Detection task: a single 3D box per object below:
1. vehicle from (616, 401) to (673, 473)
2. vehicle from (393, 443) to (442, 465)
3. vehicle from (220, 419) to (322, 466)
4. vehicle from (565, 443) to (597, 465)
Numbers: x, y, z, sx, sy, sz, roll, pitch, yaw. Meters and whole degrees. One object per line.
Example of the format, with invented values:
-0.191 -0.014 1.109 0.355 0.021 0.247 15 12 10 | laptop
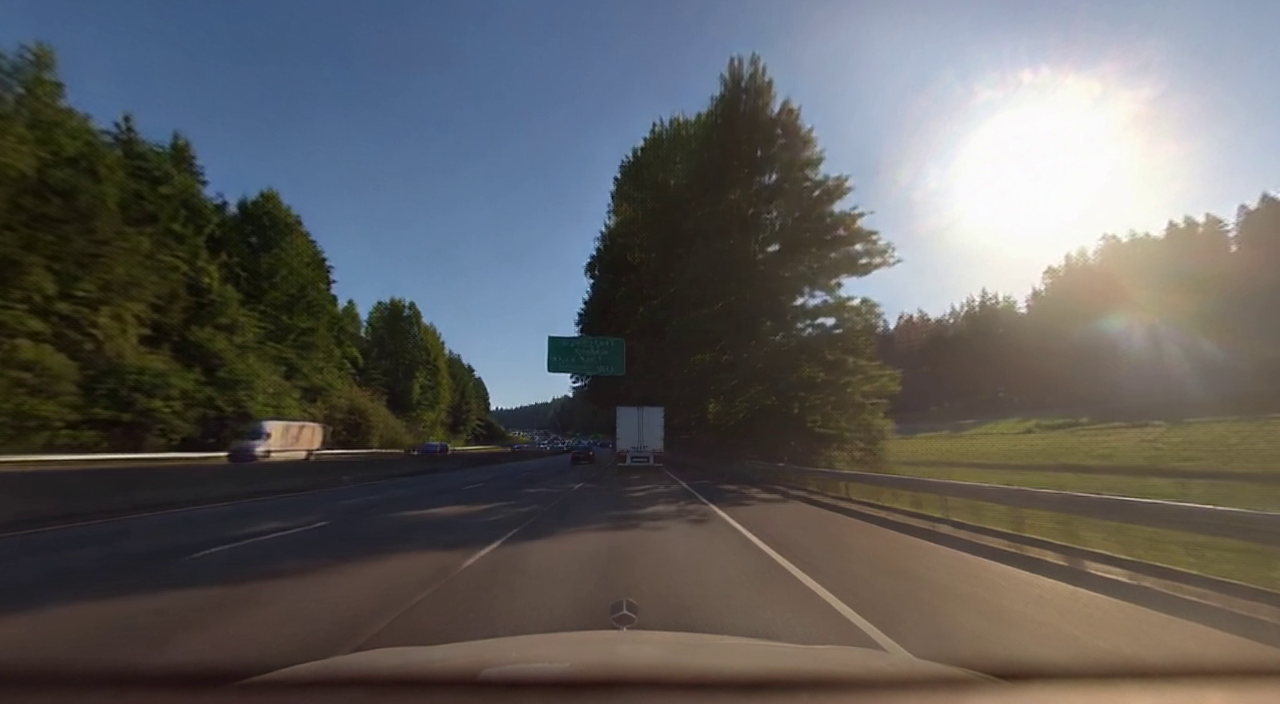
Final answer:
0.081 5.458 39.410 2.976 3.800 12.335 0 -9 -1 | vehicle
-16.056 7.394 45.747 1.897 1.464 4.483 0 -9 1 | vehicle
-23.082 5.783 39.961 2.236 2.690 6.941 0 -9 0 | vehicle
-4.368 7.653 47.178 1.964 1.556 4.071 0 -9 0 | vehicle
